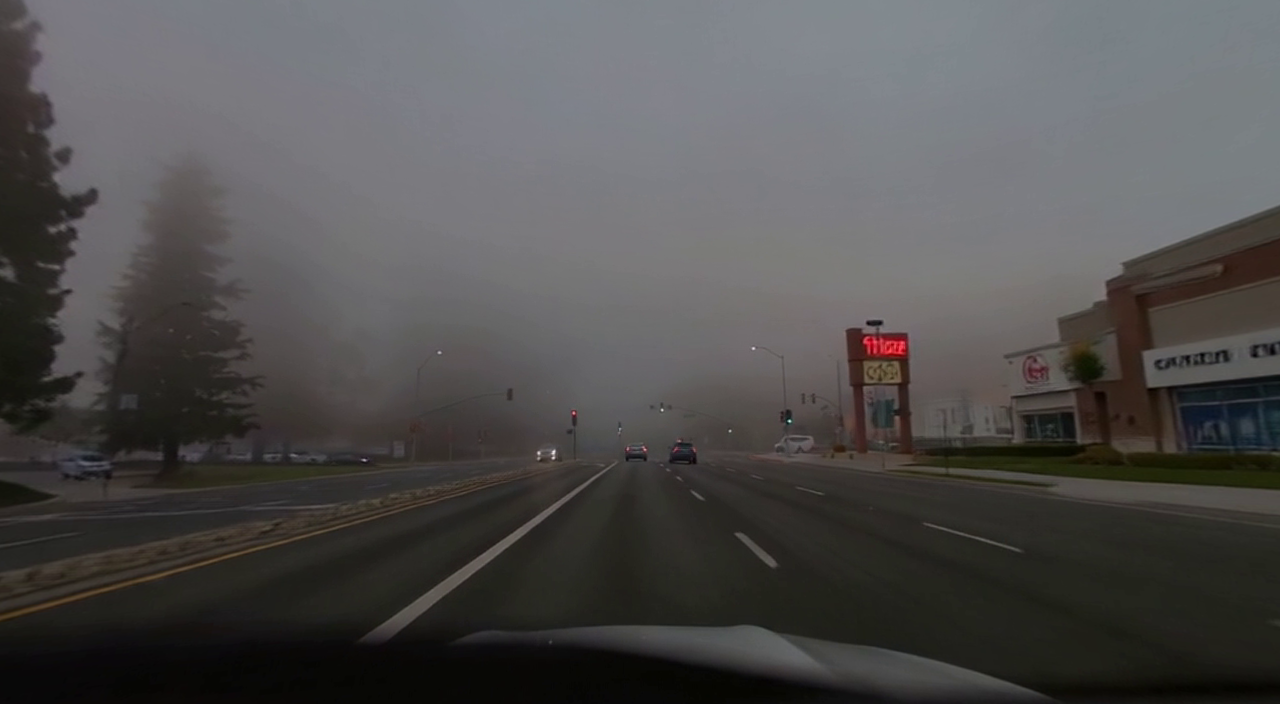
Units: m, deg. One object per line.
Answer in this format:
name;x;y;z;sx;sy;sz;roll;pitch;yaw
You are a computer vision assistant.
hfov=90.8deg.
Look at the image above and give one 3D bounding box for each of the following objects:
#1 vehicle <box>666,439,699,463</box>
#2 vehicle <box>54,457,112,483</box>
vehicle;3.205;7.575;48.331;2.103;1.726;4.385;0;-9;-1
vehicle;-34.327;7.204;38.865;4.381;1.430;1.899;-7;-11;40
